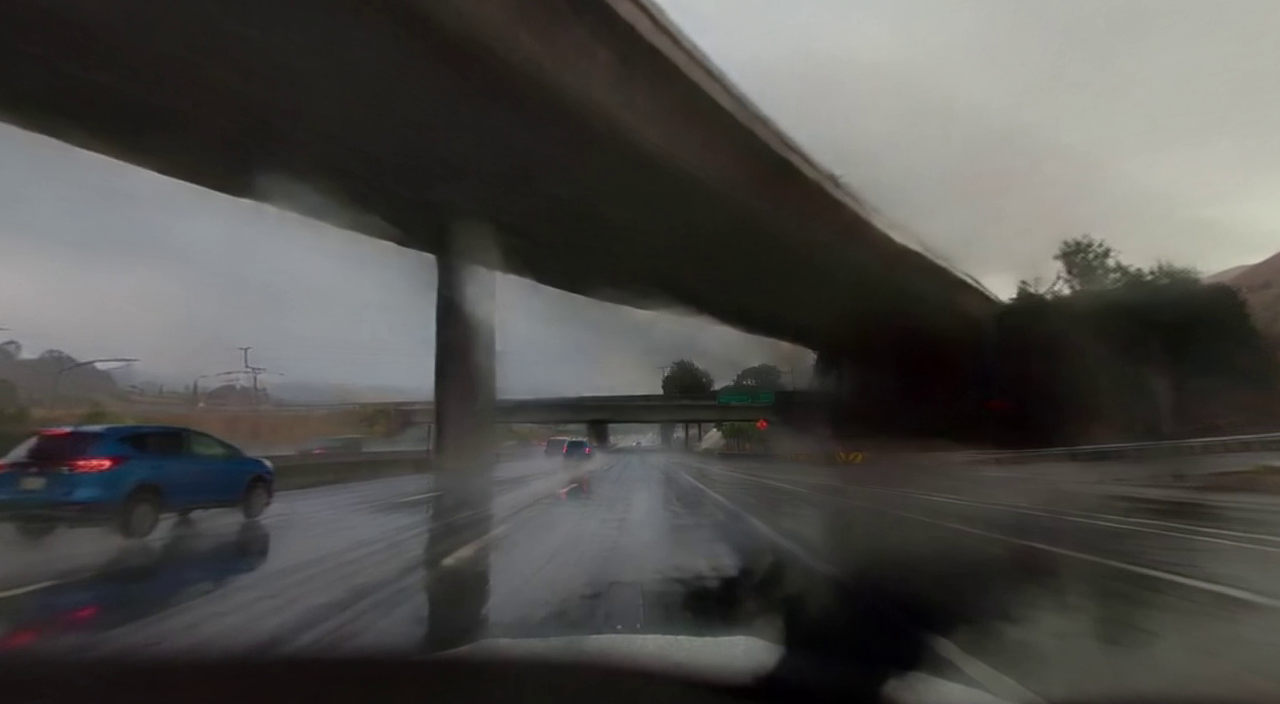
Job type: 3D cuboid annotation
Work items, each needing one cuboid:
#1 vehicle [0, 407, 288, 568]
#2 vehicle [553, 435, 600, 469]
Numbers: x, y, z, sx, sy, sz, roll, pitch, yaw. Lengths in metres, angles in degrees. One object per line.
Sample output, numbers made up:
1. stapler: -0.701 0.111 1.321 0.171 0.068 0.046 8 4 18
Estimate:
1. vehicle: -7.516 1.791 9.121 2.092 1.712 4.627 0 -8 1
2. vehicle: -3.653 5.849 37.085 2.144 1.847 4.850 0 -8 1
